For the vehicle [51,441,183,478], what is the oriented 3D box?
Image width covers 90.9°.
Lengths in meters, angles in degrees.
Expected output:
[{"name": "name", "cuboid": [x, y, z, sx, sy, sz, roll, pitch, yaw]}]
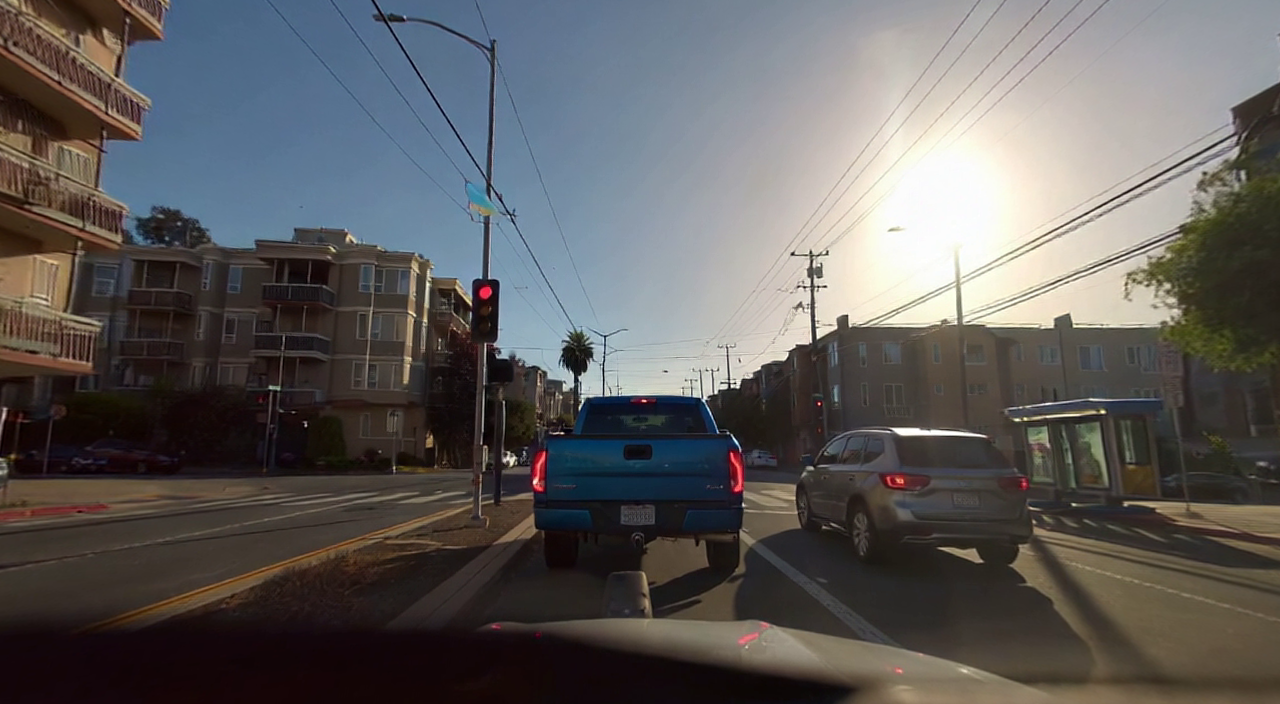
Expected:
[{"name": "vehicle", "cuboid": [-24.851, 5.107, 30.066, 4.563, 1.692, 1.778, 0, -8, -2]}]

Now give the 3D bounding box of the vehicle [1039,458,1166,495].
[{"name": "vehicle", "cuboid": [21.803, 5.873, 29.845, 4.498, 1.618, 1.843, 0, -8, 0]}]

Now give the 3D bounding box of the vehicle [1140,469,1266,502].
[{"name": "vehicle", "cuboid": [26.399, 6.255, 29.660, 4.071, 1.388, 1.884, 0, -8, 1]}]

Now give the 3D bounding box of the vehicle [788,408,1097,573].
[{"name": "vehicle", "cuboid": [3.835, 1.848, 9.259, 2.131, 1.759, 4.762, 0, -8, 0]}]

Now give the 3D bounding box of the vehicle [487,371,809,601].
[{"name": "vehicle", "cuboid": [0.099, 1.512, 8.003, 2.738, 1.959, 5.070, 0, -8, 1]}]
